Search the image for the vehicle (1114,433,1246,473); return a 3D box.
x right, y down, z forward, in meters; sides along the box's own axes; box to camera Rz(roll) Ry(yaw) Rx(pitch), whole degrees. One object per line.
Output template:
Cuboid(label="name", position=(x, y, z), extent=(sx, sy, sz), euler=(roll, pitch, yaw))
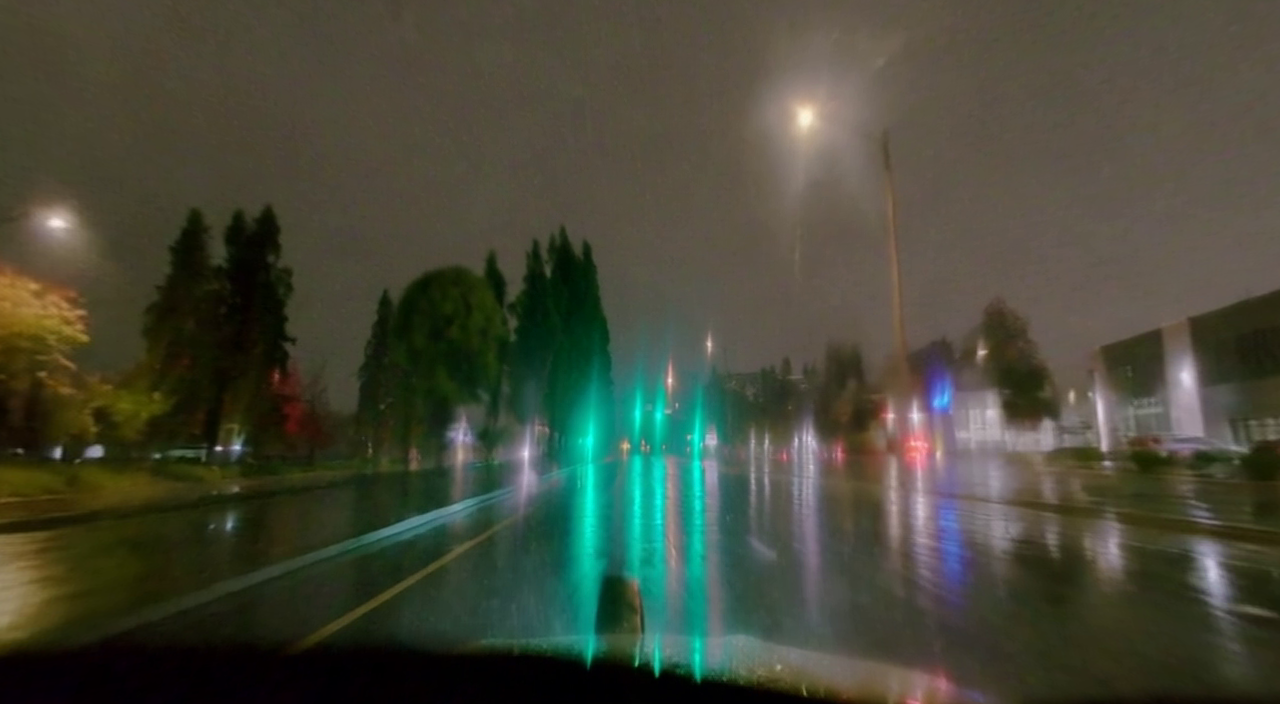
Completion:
Cuboid(label="vehicle", position=(30.056, 5.644, 35.288), extent=(5.244, 1.992, 2.226), euler=(-1, -9, -2))

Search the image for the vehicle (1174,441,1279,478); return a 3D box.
Cuboid(label="vehicle", position=(30.550, 5.500, 32.459), extent=(4.305, 1.794, 1.994), euler=(0, -8, 0))
